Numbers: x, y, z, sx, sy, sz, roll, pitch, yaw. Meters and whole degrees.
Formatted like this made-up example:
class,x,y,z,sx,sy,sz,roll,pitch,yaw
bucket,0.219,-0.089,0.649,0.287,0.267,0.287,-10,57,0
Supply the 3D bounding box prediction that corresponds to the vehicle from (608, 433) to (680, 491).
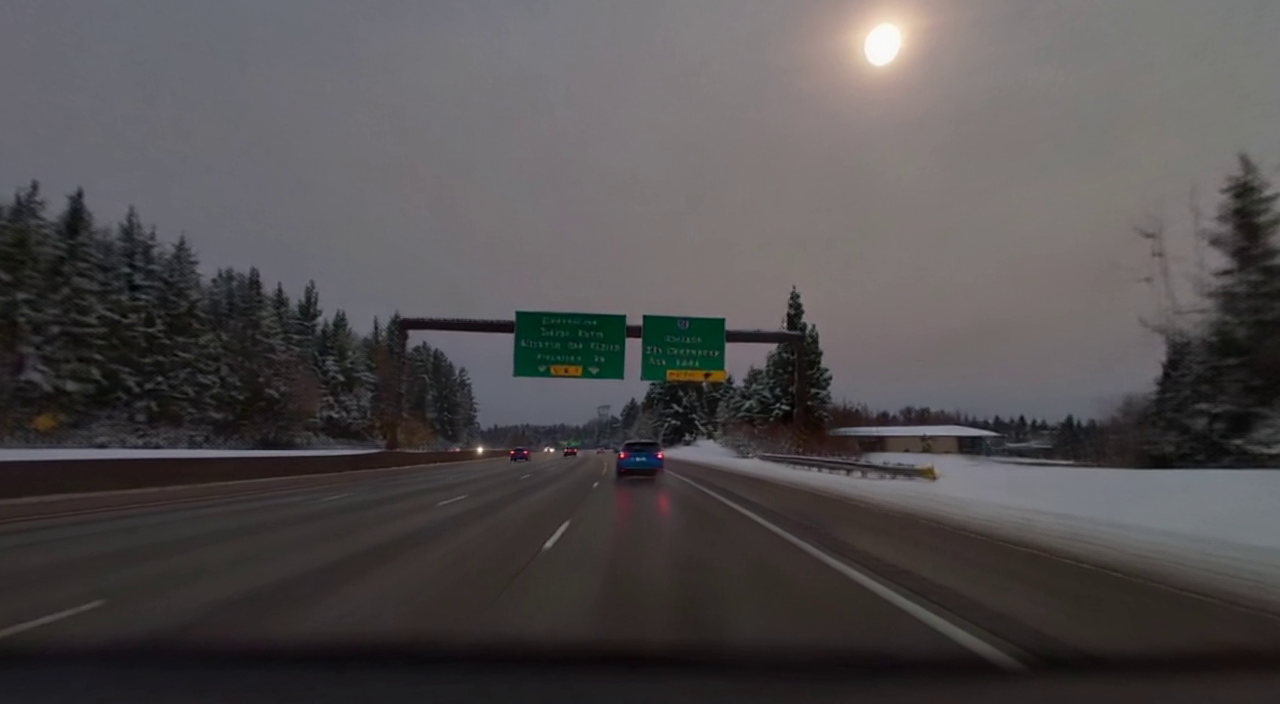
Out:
class,x,y,z,sx,sy,sz,roll,pitch,yaw
vehicle,0.022,3.576,20.857,2.120,1.706,4.226,0,-8,-3
